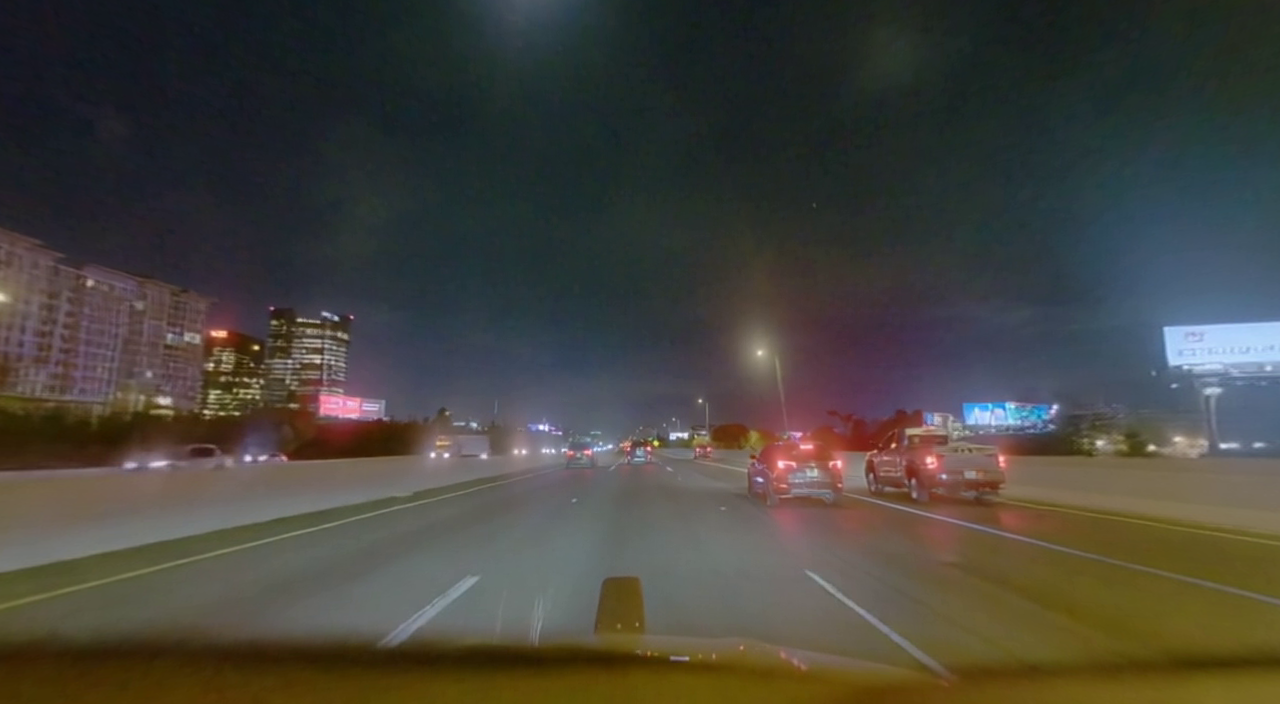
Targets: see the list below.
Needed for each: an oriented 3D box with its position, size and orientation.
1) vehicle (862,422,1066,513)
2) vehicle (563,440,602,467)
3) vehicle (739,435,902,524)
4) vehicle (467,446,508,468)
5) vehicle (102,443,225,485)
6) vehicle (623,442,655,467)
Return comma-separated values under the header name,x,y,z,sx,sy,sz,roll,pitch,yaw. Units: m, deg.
name,x,y,z,sx,sy,sz,roll,pitch,yaw
vehicle,7.326,2.674,15.056,2.176,1.793,4.841,0,-9,-2
vehicle,-3.949,7.114,44.307,2.256,1.756,4.745,0,-9,0
vehicle,3.463,2.552,13.187,1.987,1.509,4.512,0,-9,-1
vehicle,-11.160,7.716,46.509,1.888,1.486,4.616,0,-9,0
vehicle,-20.994,4.933,28.139,1.922,1.658,4.538,0,-9,-1
vehicle,-0.069,7.355,45.566,2.191,1.685,4.015,0,-9,-1
